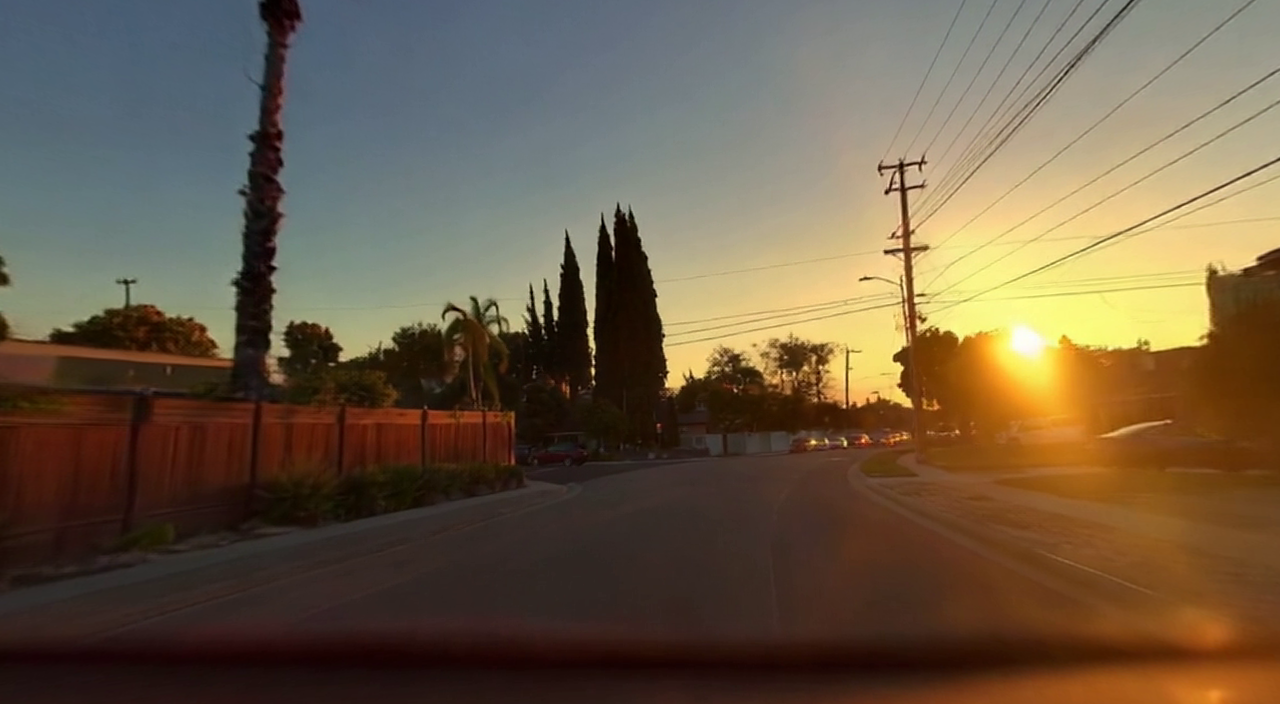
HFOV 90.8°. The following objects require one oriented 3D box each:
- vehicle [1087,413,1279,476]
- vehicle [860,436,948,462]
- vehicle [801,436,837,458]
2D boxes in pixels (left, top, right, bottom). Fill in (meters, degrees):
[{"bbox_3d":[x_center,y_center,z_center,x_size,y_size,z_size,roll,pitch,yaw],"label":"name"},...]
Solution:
[{"bbox_3d":[14.557,2.354,16.083,4.641,1.498,2.001,-1,-9,8],"label":"vehicle"},{"bbox_3d":[15.304,5.654,36.770,4.531,1.447,1.814,-4,-10,21],"label":"vehicle"},{"bbox_3d":[14.128,7.485,49.647,1.955,1.632,3.688,-4,-9,26],"label":"vehicle"}]
